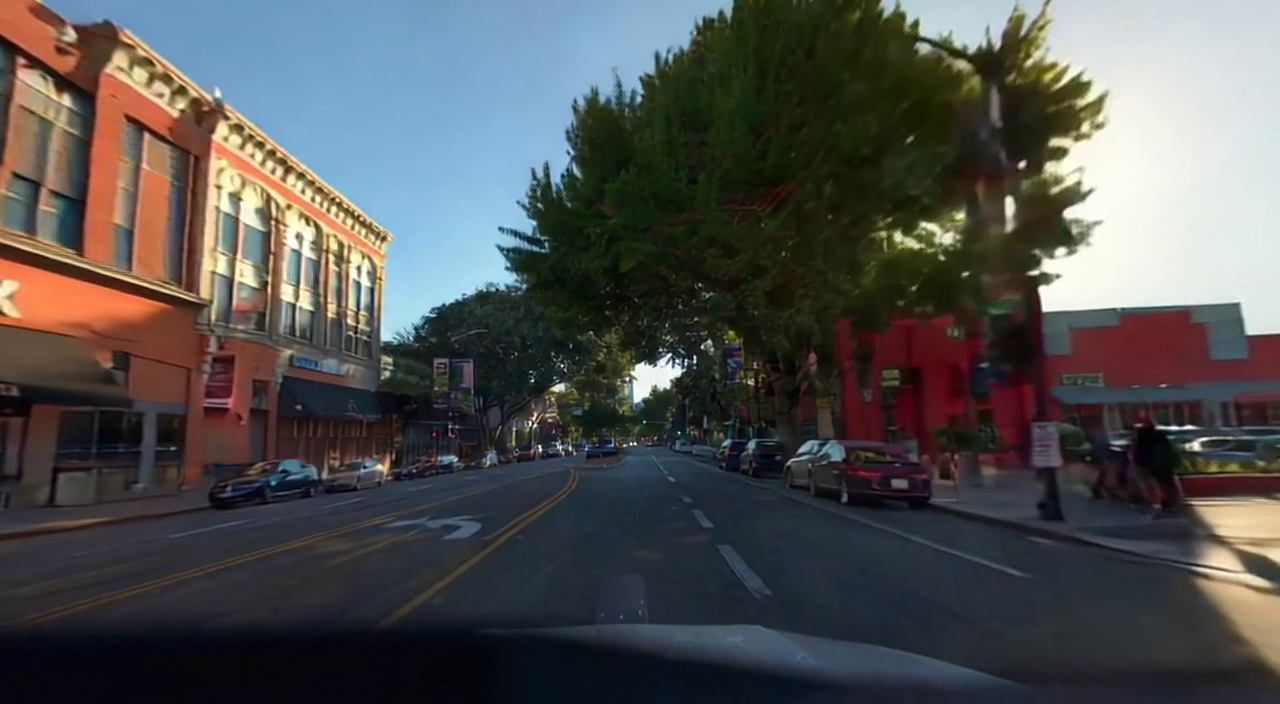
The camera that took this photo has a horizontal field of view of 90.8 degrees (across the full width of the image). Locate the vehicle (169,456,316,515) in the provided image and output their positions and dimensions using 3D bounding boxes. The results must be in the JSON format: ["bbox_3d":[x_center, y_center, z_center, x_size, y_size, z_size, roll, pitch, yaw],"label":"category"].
[{"bbox_3d":[-12.092,4.042,19.598,1.804,1.533,4.121,0,-8,1],"label":"vehicle"}]

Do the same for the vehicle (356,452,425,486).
[{"bbox_3d":[-12.591,5.905,32.158,1.800,1.532,4.110,0,-8,0],"label":"vehicle"}]

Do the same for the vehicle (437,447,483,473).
[{"bbox_3d":[-12.098,7.301,42.779,1.834,1.643,4.110,0,-9,1],"label":"vehicle"}]

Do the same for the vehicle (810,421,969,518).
[{"bbox_3d":[5.846,2.806,15.507,2.010,1.943,4.319,-2,-9,-1],"label":"vehicle"}]

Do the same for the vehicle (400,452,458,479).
[{"bbox_3d":[-12.594,6.805,38.006,1.868,1.418,4.415,-2,-9,1],"label":"vehicle"}]

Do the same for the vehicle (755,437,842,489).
[{"bbox_3d":[5.902,4.177,24.110,1.991,1.771,4.604,0,-9,-2],"label":"vehicle"}]

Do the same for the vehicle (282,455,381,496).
[{"bbox_3d":[-12.678,5.064,26.326,1.927,1.489,4.572,0,-9,-2],"label":"vehicle"}]
